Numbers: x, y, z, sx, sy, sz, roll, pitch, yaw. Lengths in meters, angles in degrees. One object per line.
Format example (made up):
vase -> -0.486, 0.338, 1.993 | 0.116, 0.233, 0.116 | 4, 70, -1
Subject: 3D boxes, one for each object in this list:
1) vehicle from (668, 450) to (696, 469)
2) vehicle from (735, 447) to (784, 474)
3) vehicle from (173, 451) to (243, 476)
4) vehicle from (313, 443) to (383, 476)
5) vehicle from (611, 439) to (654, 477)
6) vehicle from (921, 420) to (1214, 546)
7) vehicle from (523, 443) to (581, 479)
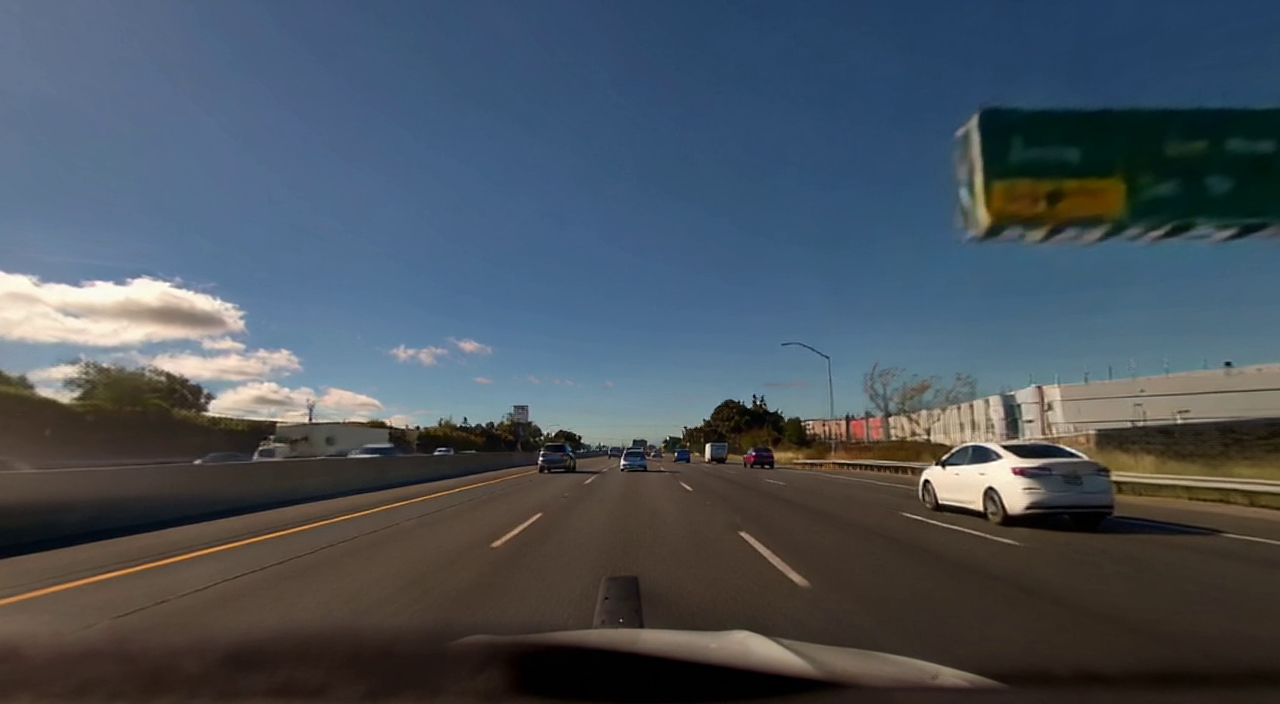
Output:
vehicle -> 3.052, 7.895, 46.540 | 1.816, 1.353, 3.809 | 0, -9, -1
vehicle -> 6.796, 6.185, 36.323 | 1.879, 1.428, 4.402 | 0, -9, -1
vehicle -> -25.597, 6.587, 37.562 | 1.653, 1.399, 3.485 | 0, -9, 0
vehicle -> -13.641, 5.021, 29.745 | 1.606, 1.434, 3.414 | 0, -9, 1
vehicle -> -0.351, 5.371, 32.322 | 2.002, 1.759, 4.658 | 0, -9, 0
vehicle -> 6.659, 2.068, 10.595 | 1.944, 1.666, 4.184 | 0, -9, 0
vehicle -> -4.235, 5.316, 31.178 | 2.126, 1.631, 4.643 | 0, -9, 1
